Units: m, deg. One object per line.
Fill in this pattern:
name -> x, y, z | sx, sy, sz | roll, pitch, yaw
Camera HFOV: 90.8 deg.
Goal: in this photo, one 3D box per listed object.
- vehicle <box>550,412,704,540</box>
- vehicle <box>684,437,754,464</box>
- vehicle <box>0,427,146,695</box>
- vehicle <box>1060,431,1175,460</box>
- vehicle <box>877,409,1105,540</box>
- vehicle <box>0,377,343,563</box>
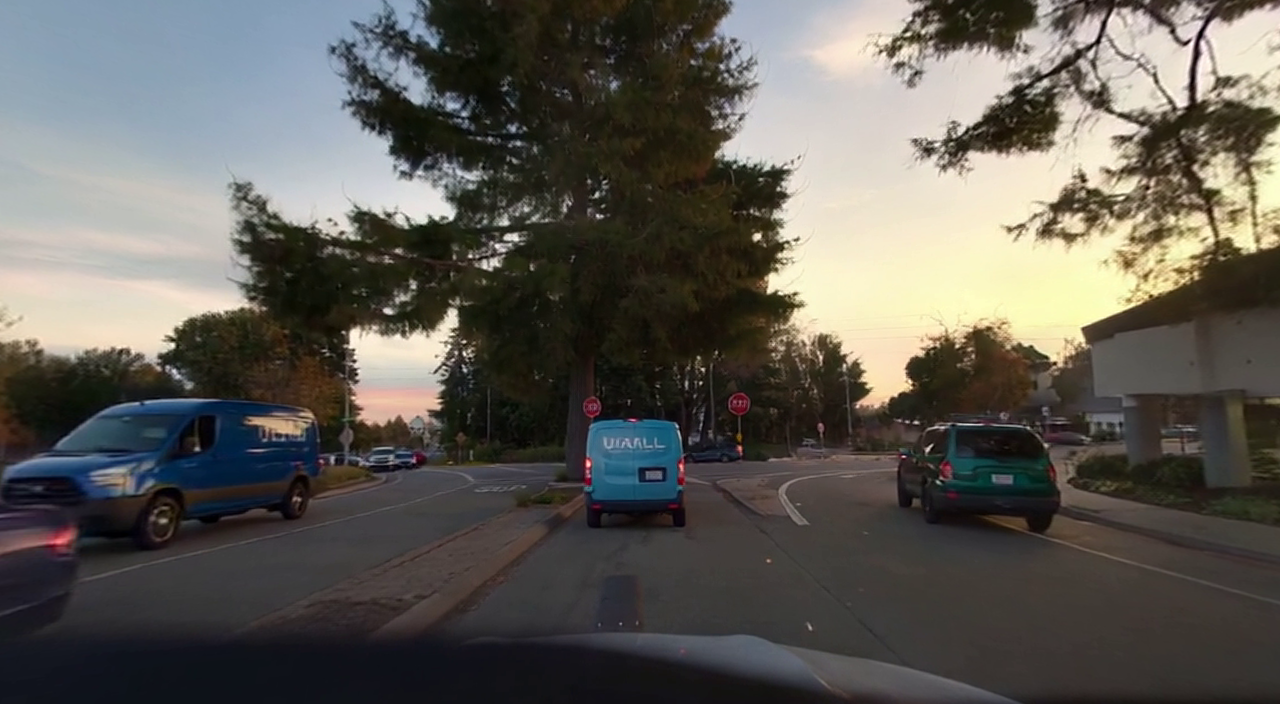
vehicle -> -0.017, 2.150, 11.508 | 2.237, 1.828, 4.546 | -1, -9, 4
vehicle -> 5.456, 6.738, 43.277 | 4.651, 1.710, 1.985 | 7, -11, -37
vehicle -> -4.519, 0.950, 2.168 | 1.869, 1.465, 4.503 | 0, -9, 2
vehicle -> 26.542, 5.198, 35.160 | 5.155, 1.515, 2.131 | 2, -9, -12
vehicle -> 6.307, 2.258, 12.236 | 2.204, 1.973, 4.946 | -1, -9, 9
vehicle -> -7.650, 1.924, 10.867 | 2.426, 2.410, 5.046 | 0, -9, 2
